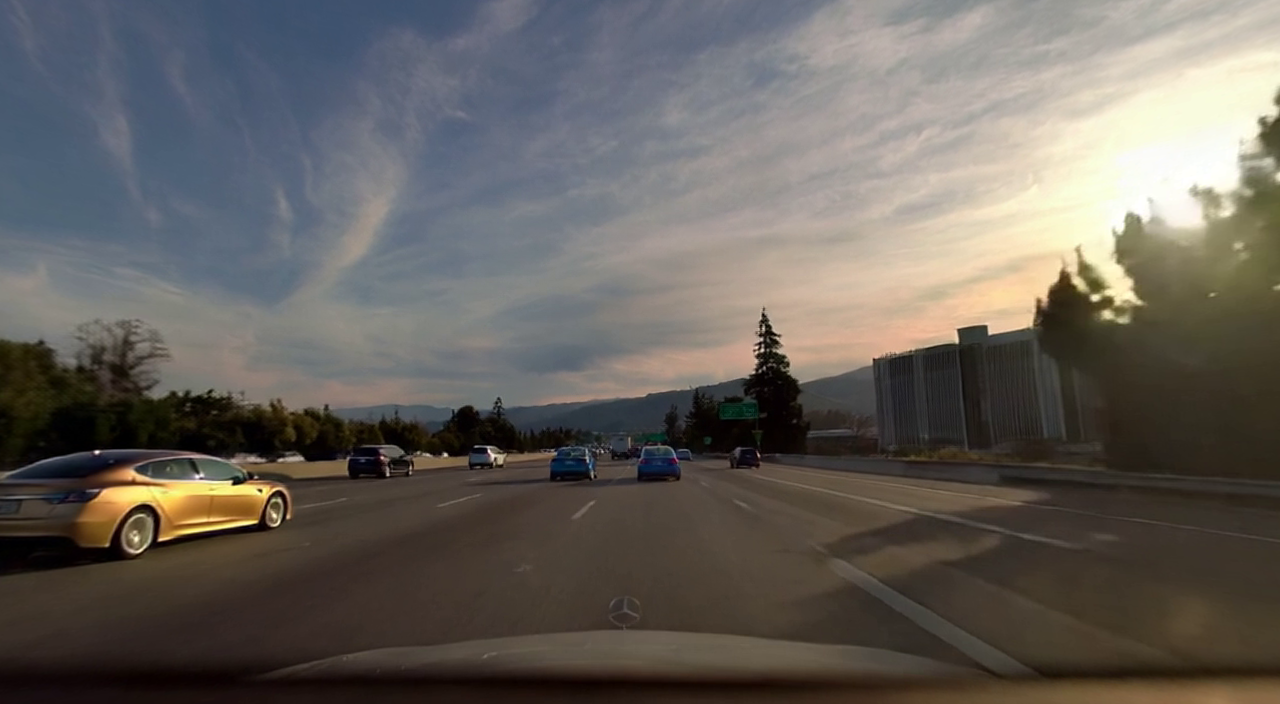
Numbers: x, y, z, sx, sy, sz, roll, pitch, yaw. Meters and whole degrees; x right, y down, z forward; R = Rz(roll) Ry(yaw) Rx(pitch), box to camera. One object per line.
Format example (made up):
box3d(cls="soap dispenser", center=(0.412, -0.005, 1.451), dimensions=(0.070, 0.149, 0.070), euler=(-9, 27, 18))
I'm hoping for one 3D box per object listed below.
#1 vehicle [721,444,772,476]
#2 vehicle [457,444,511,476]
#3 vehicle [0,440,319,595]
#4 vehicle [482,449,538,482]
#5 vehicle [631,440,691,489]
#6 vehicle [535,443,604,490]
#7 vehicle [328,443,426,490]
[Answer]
box3d(cls="vehicle", center=(6.306, 6.445, 37.881), dimensions=(2.071, 1.754, 4.484), euler=(0, -8, -3))
box3d(cls="vehicle", center=(-10.036, 6.954, 40.968), dimensions=(2.187, 1.851, 5.085), euler=(0, -8, 1))
box3d(cls="vehicle", center=(-6.636, 1.948, 8.475), dimensions=(2.116, 1.473, 4.644), euler=(0, -8, 1))
box3d(cls="vehicle", center=(-6.416, 5.624, 31.597), dimensions=(1.886, 1.455, 4.148), euler=(0, -8, 1))
box3d(cls="vehicle", center=(0.767, 4.266, 24.343), dimensions=(2.114, 1.715, 4.136), euler=(0, -8, 0))
box3d(cls="vehicle", center=(-2.623, 4.385, 24.522), dimensions=(2.102, 1.624, 4.257), euler=(0, -8, 1))
box3d(cls="vehicle", center=(-10.366, 4.504, 25.225), dimensions=(1.947, 1.683, 4.331), euler=(0, -8, 1))
